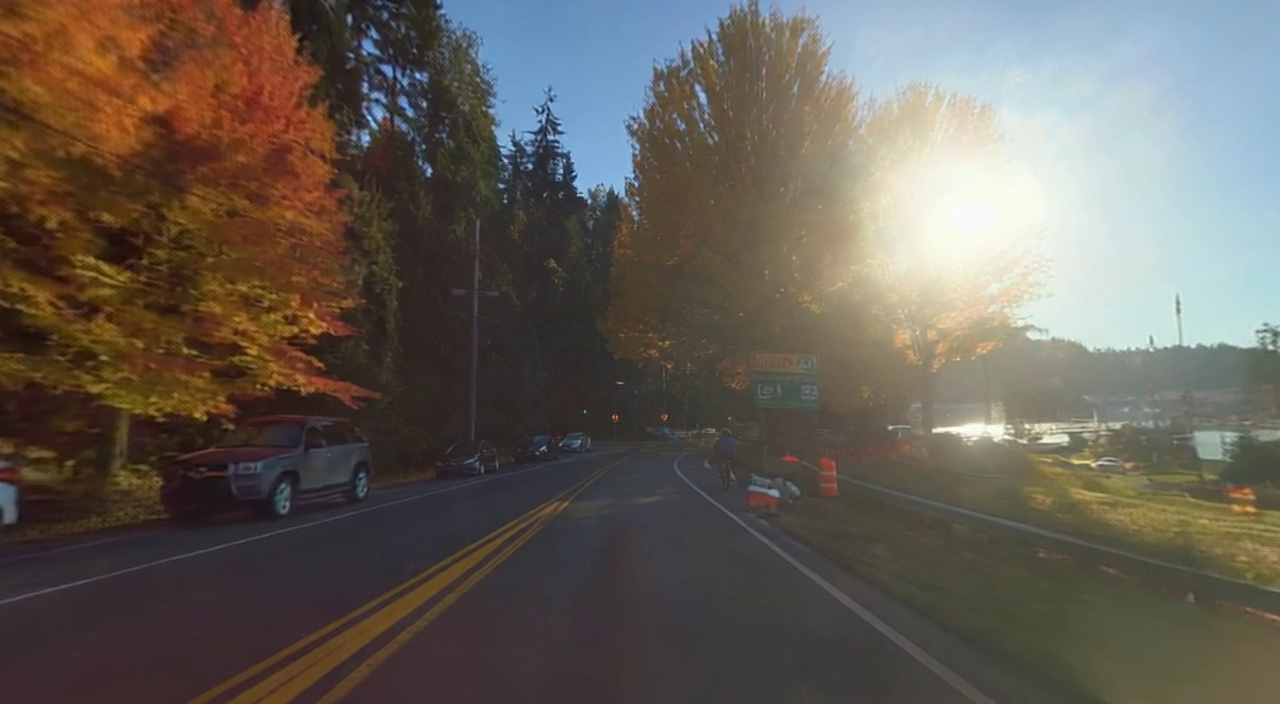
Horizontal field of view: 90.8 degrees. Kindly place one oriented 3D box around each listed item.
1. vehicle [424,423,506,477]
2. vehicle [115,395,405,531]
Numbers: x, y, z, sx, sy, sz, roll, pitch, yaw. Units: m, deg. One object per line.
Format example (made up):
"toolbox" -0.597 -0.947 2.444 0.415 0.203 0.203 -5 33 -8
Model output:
"vehicle" -7.236 4.119 26.615 1.955 1.908 4.680 -5 -9 1
"vehicle" -7.208 2.217 13.109 2.312 2.075 5.748 -3 -9 2
